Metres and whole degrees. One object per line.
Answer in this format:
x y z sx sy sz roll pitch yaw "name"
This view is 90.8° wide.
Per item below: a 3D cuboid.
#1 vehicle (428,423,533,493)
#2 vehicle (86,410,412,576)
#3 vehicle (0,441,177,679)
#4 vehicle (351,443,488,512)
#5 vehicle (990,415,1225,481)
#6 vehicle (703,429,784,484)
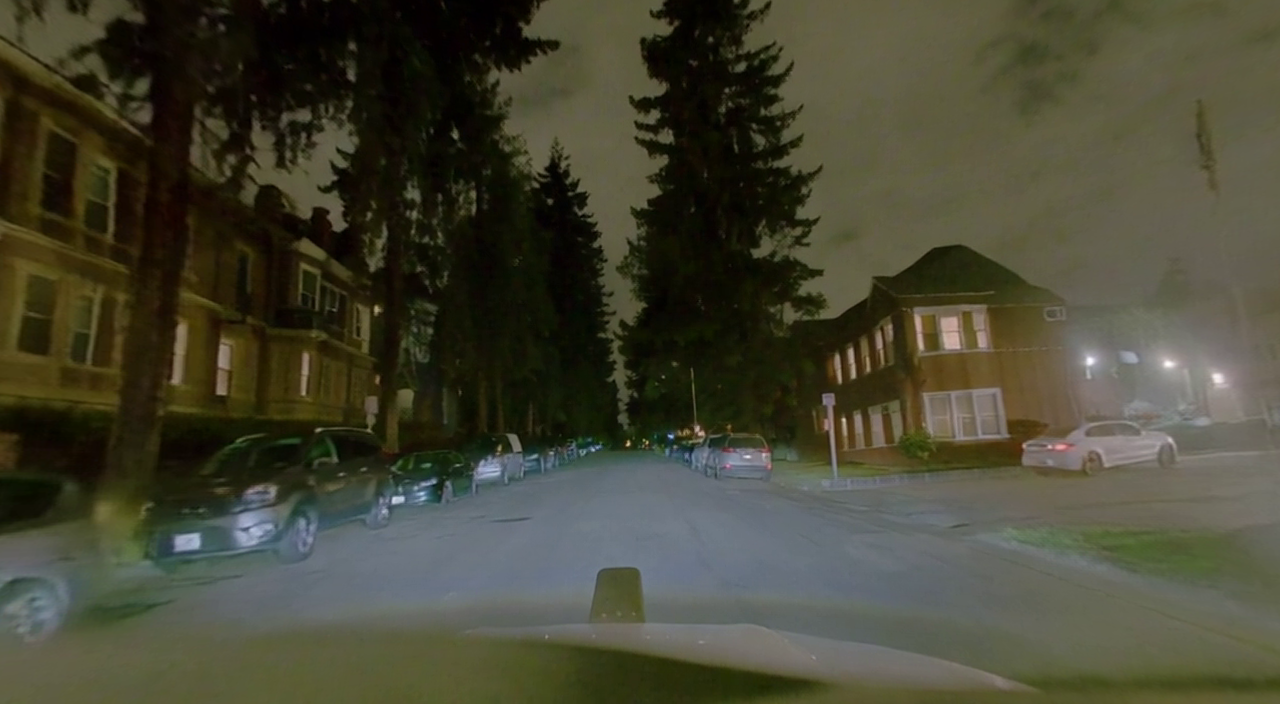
-5.354 3.657 22.157 2.390 2.123 5.371 0 -8 -1 "vehicle"
-5.305 1.945 9.617 2.042 1.850 4.758 0 -8 -2 "vehicle"
-4.925 1.212 3.308 1.901 1.486 4.422 1 -8 -5 "vehicle"
-5.255 3.015 15.798 1.858 1.456 4.587 0 -8 -1 "vehicle"
11.397 2.366 15.631 4.336 1.520 1.876 0 -8 -2 "vehicle"
3.513 3.651 22.339 1.994 1.710 4.699 0 -8 -1 "vehicle"
